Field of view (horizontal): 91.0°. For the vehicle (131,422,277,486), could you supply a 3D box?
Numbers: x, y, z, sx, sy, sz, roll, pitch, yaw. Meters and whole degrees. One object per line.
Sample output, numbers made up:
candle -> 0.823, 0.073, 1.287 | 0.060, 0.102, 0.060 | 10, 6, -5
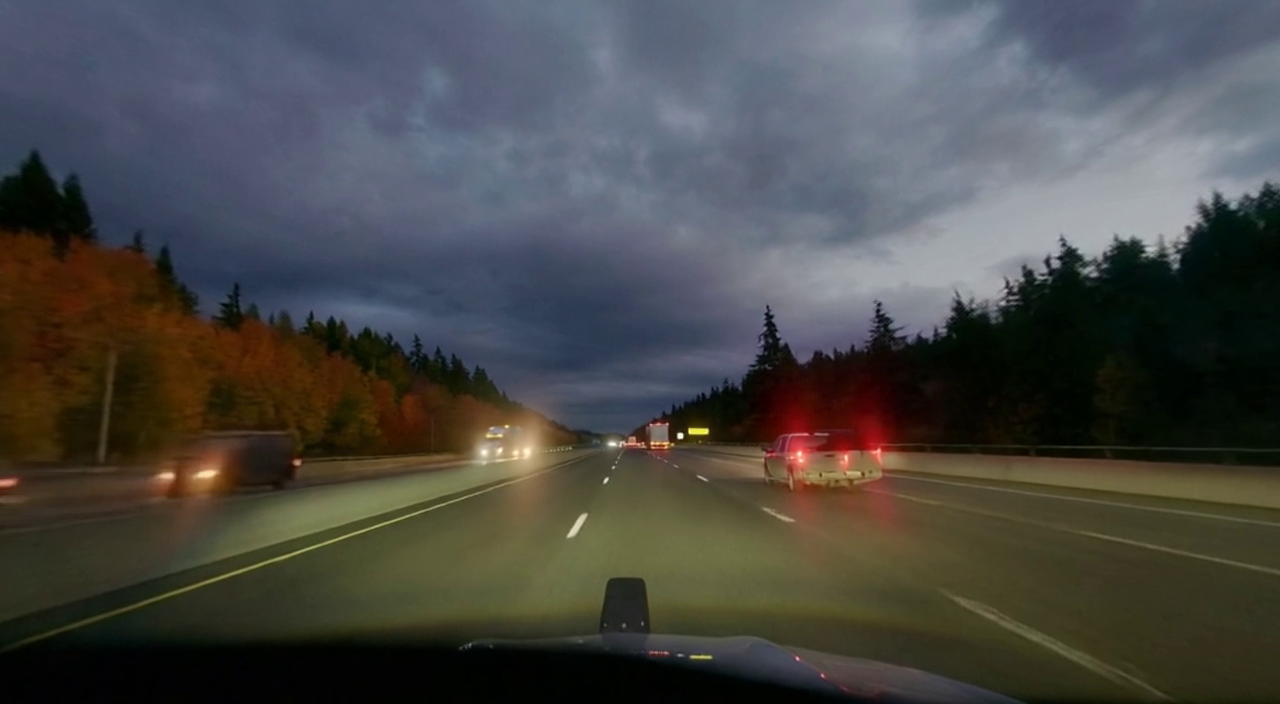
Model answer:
vehicle -> -19.288, 4.521, 28.275 | 2.386, 2.549, 5.677 | -1, -8, 1

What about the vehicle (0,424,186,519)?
vehicle -> -19.198, 3.764, 20.457 | 2.774, 2.605, 8.096 | 0, -8, 0
